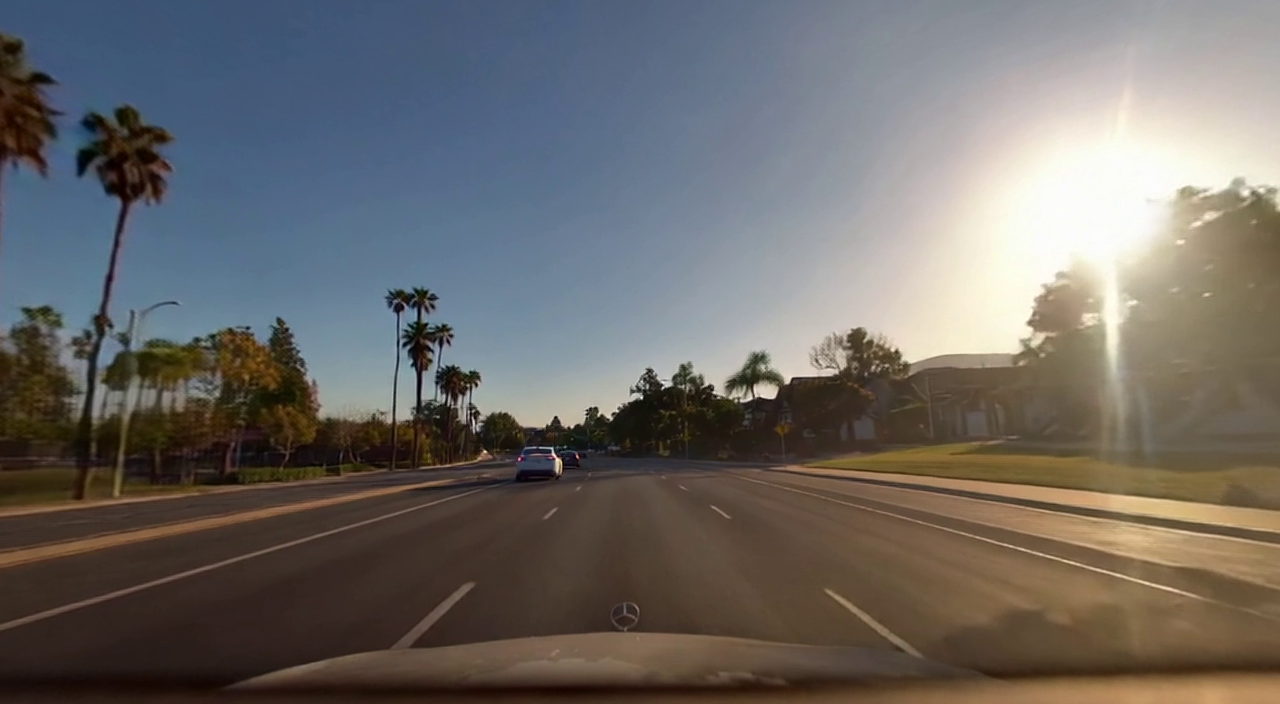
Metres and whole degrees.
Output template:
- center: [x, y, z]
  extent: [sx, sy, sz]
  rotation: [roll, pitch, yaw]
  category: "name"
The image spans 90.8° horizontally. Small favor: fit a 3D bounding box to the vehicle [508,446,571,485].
- center: [-4.196, 4.810, 27.174]
  extent: [2.108, 1.475, 4.555]
  rotation: [0, -8, -2]
  category: "vehicle"
